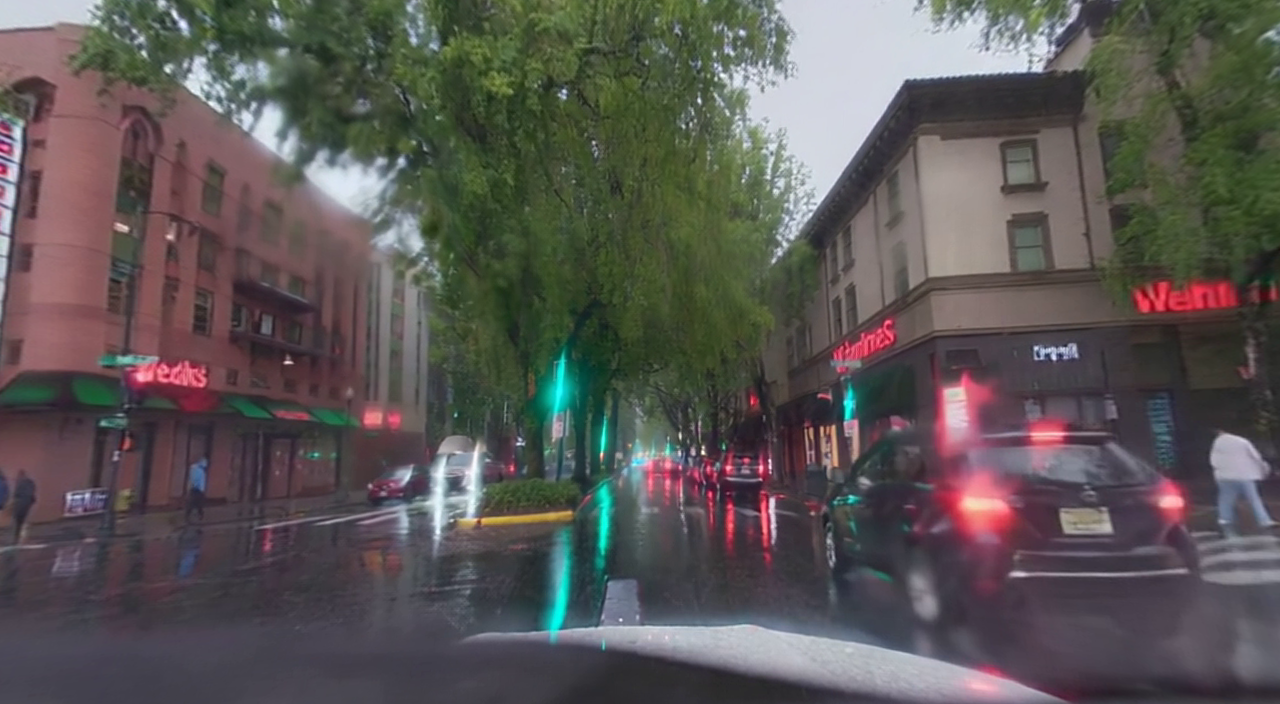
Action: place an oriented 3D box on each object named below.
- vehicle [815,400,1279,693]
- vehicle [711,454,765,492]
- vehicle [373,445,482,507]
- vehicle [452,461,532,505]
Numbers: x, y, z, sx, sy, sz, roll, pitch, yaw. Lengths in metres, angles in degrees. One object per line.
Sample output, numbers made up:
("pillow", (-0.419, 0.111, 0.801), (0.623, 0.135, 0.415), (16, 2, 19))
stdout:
("vehicle", (2.739, 1.318, 5.083), (1.822, 1.654, 2.794), (0, -8, 0))
("vehicle", (5.200, 6.479, 34.143), (2.010, 1.844, 4.386), (0, -8, -2))
("vehicle", (-8.753, 5.107, 26.769), (2.489, 2.323, 5.843), (0, -8, 1))
("vehicle", (-5.729, 5.122, 25.020), (1.983, 1.438, 4.559), (0, -8, 1))
